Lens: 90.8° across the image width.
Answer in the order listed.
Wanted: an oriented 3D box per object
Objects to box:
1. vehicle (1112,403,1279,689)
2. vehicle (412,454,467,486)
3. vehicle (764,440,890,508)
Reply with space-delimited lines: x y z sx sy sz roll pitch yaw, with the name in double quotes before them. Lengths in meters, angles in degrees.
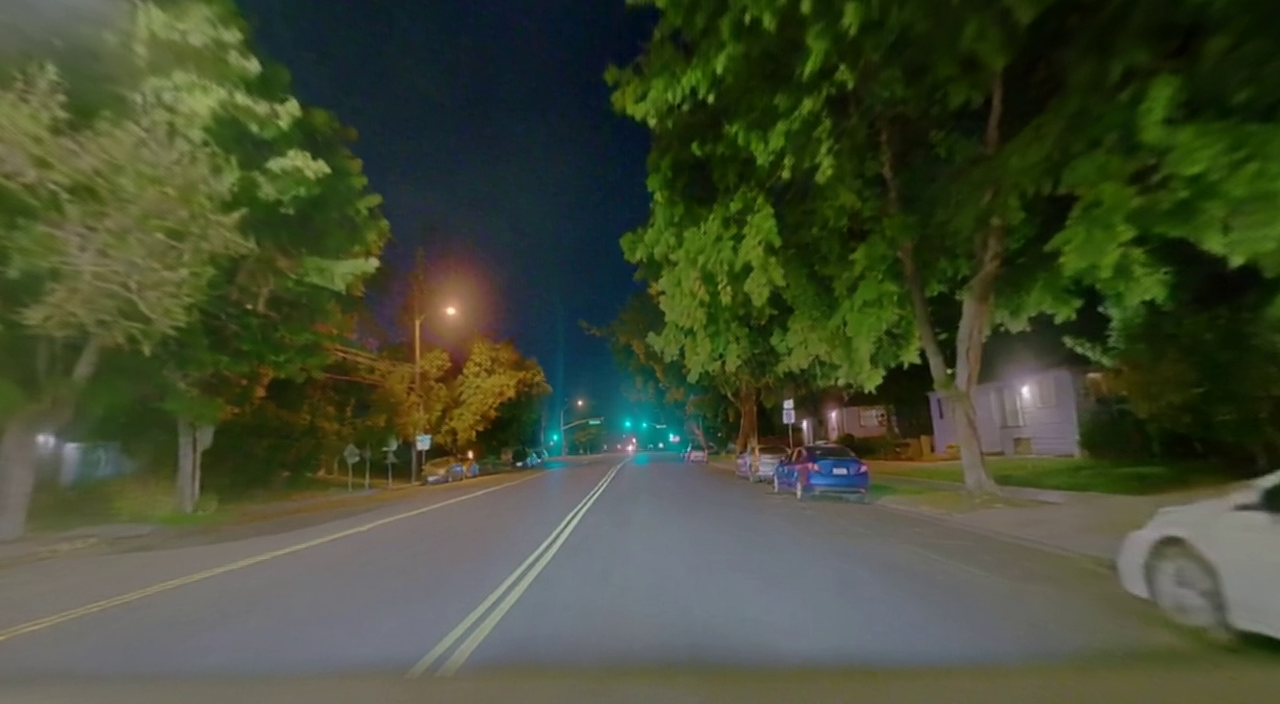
"vehicle" 4.557 0.907 2.385 1.934 1.573 4.547 0 -8 -1
"vehicle" -11.324 6.673 35.970 1.845 1.626 4.105 0 -8 -2
"vehicle" 4.710 3.121 16.657 1.924 1.516 4.163 0 -8 -2
